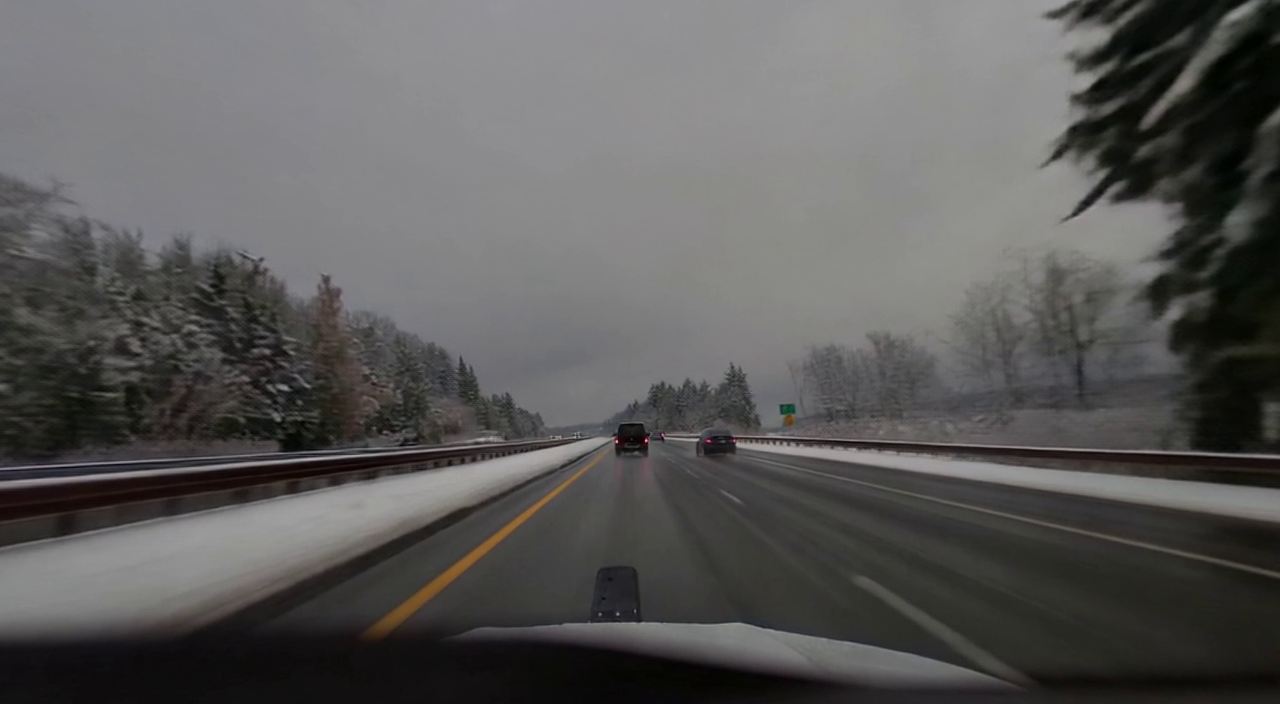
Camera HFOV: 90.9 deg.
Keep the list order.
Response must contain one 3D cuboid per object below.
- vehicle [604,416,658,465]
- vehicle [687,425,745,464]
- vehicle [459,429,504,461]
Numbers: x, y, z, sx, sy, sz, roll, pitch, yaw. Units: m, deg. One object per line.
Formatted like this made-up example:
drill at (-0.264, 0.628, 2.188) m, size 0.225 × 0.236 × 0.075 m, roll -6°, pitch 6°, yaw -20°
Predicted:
vehicle at (-0.456, 4.100, 29.261) m, size 2.270 × 2.044 × 4.633 m, roll 0°, pitch -8°, yaw -2°
vehicle at (3.364, 4.190, 28.629) m, size 1.981 × 1.606 × 3.956 m, roll 0°, pitch -8°, yaw -2°
vehicle at (-9.302, 5.474, 37.226) m, size 1.811 × 1.736 × 3.792 m, roll -2°, pitch -7°, yaw -1°
